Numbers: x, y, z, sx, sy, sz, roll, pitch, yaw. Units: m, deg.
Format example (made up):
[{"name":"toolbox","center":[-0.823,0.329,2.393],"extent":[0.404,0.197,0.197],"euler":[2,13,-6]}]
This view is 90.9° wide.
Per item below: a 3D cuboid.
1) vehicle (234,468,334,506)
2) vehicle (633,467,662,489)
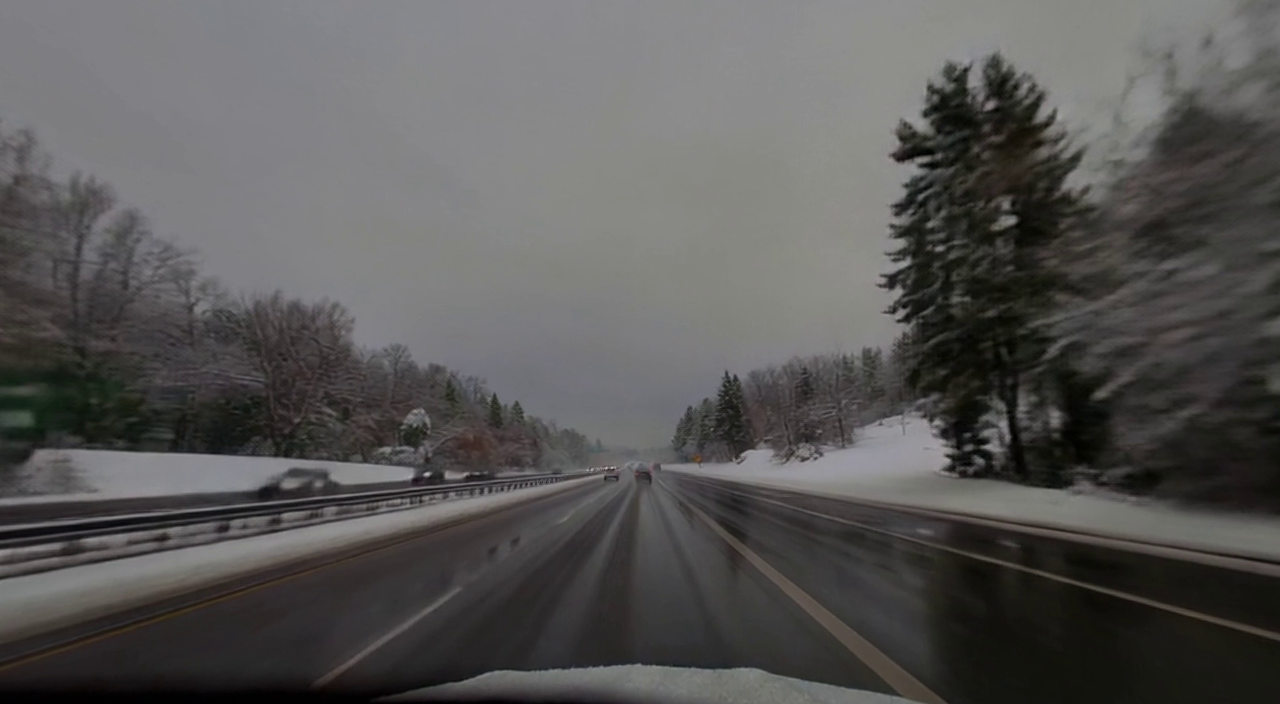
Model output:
[{"name":"vehicle","center":[-15.757,5.970,28.165],"extent":[1.863,1.525,4.211],"euler":[1,-11,1]},{"name":"vehicle","center":[0.514,9.315,46.639],"extent":[2.016,1.530,4.009],"euler":[1,-10,0]}]
